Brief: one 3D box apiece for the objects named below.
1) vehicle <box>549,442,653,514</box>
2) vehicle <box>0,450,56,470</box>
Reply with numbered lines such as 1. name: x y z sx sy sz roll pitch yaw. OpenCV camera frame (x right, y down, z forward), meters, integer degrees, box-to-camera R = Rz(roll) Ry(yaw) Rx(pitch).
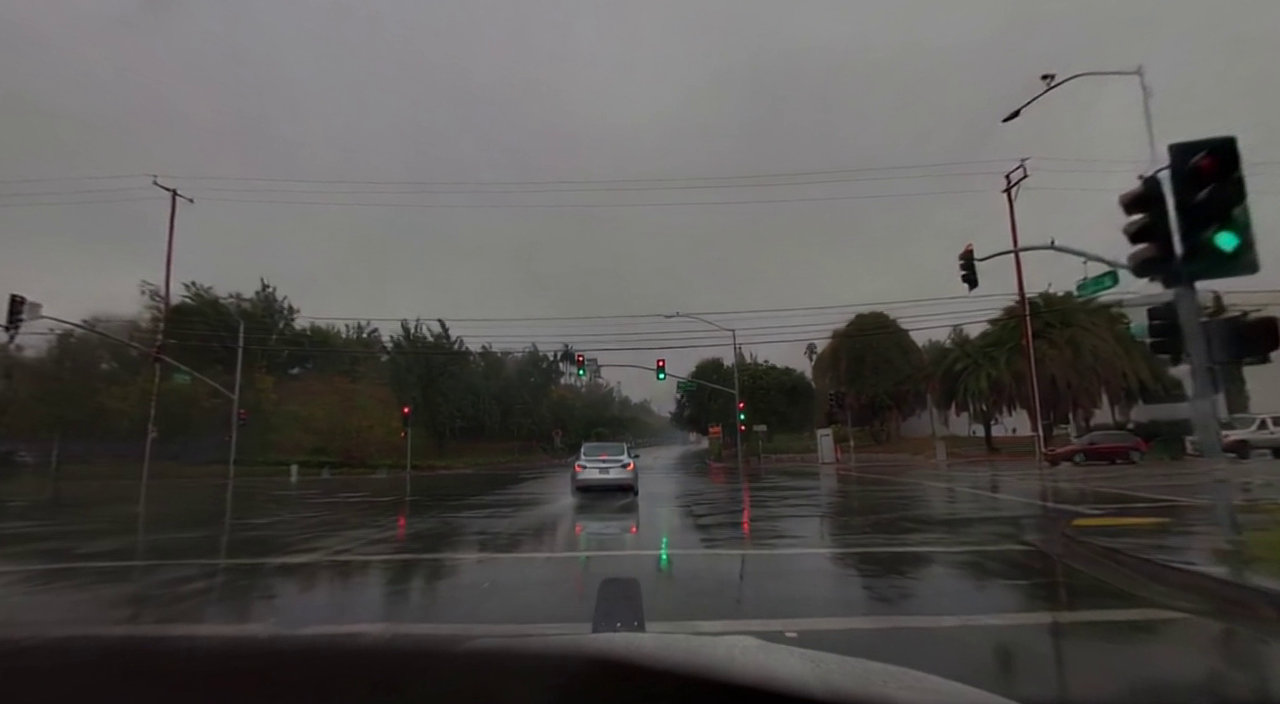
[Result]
1. vehicle: -0.858 2.953 15.351 2.152 1.478 4.229 0 -8 -1
2. vehicle: -46.578 8.182 48.064 1.792 1.458 4.159 3 -9 -22
